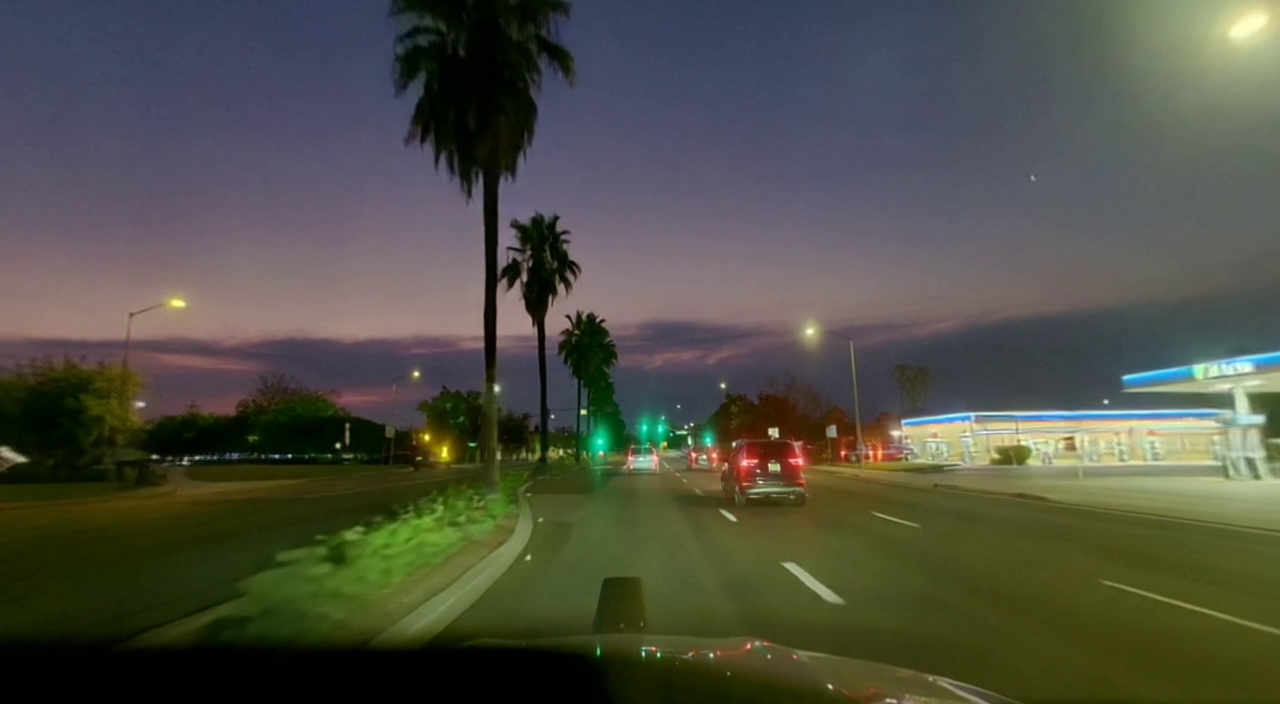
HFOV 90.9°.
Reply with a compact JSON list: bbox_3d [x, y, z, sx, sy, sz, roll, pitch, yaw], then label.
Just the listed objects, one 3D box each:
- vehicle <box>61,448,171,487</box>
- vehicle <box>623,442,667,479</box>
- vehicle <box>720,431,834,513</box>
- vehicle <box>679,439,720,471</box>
[{"bbox_3d":[-25.556,5.576,30.796,1.867,1.699,3.782,-8,-11,42],"label":"vehicle"},{"bbox_3d":[0.240,5.204,30.636,1.991,1.664,3.814,0,-8,0],"label":"vehicle"},{"bbox_3d":[3.220,2.896,15.646,1.872,1.752,3.896,0,-8,-1],"label":"vehicle"},{"bbox_3d":[3.853,6.749,41.426,2.154,1.975,4.634,0,-8,-1],"label":"vehicle"}]
